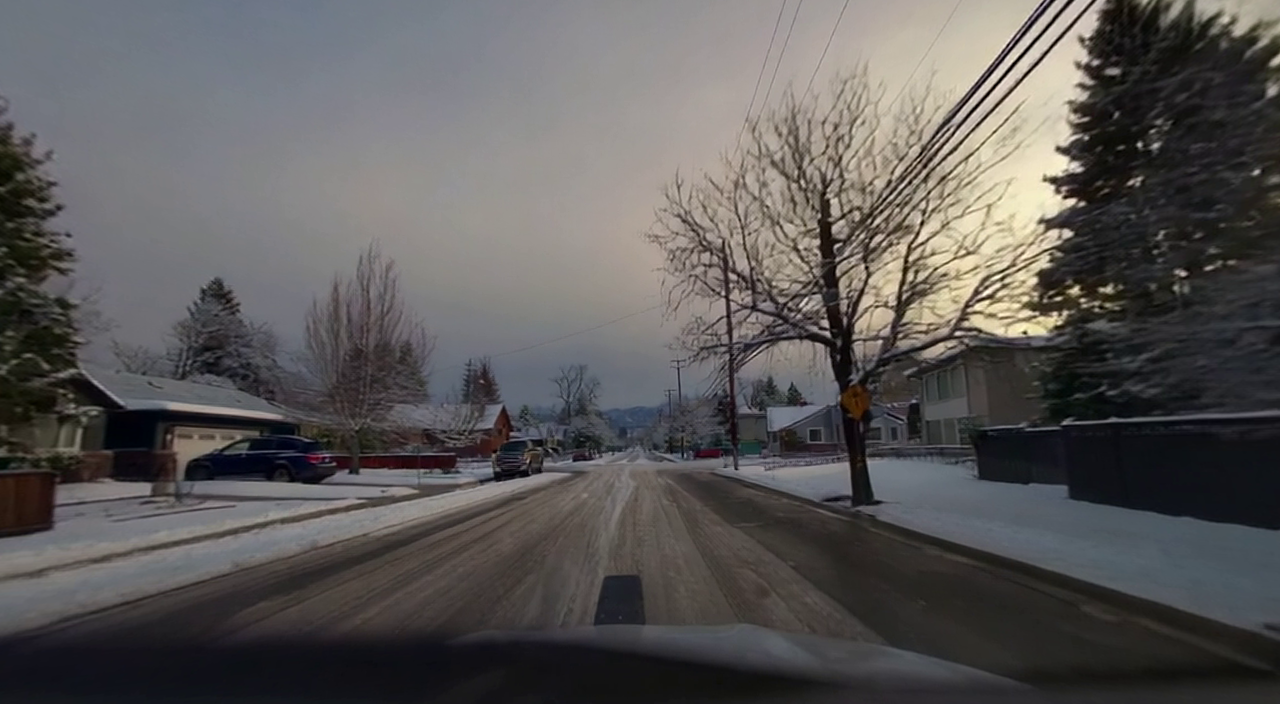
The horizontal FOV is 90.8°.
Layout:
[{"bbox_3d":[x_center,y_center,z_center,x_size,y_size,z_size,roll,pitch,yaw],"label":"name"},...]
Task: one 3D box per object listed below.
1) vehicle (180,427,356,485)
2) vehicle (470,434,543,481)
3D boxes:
[{"bbox_3d":[-13.505,3.801,23.200,5.033,1.997,2.126,0,-9,-1],"label":"vehicle"},{"bbox_3d":[-6.832,5.560,33.252,2.739,2.164,6.065,-1,-10,-2],"label":"vehicle"}]
